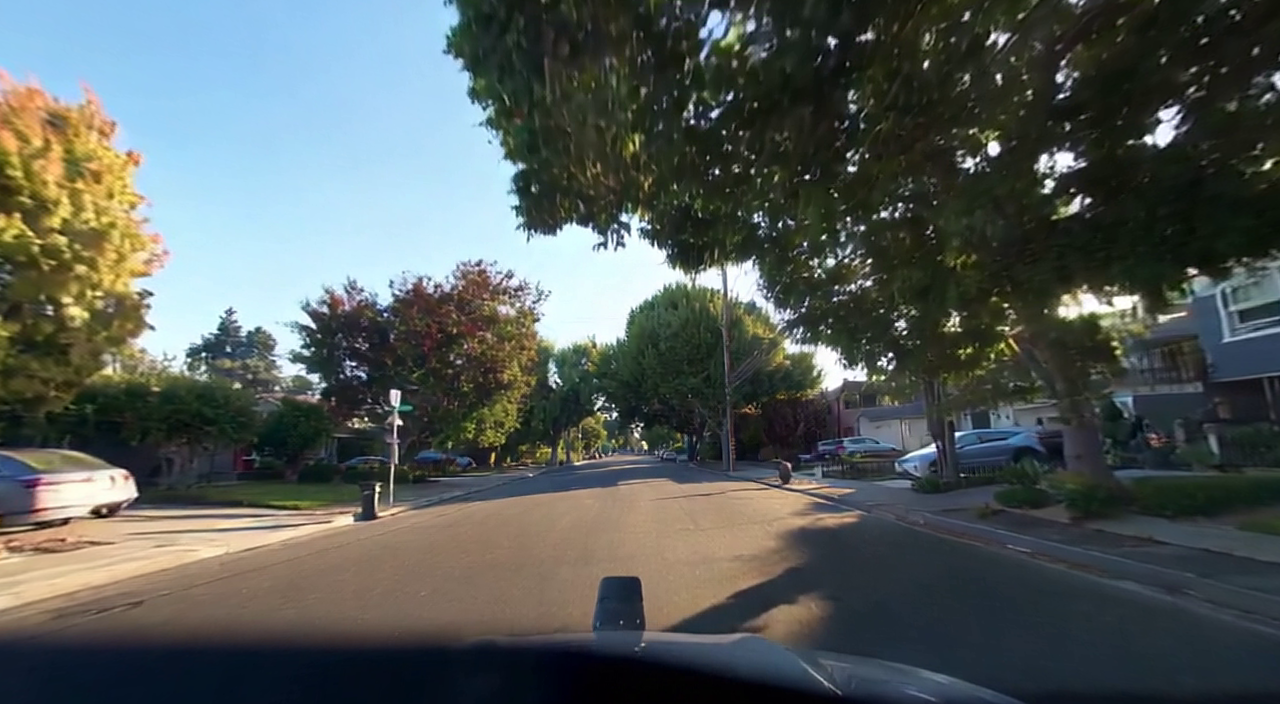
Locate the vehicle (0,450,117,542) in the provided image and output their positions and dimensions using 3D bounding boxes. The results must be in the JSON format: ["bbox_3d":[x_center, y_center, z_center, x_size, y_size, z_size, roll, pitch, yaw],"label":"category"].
[{"bbox_3d":[-12.831,2.607,11.822,4.406,1.539,1.912,0,-9,2],"label":"vehicle"}]

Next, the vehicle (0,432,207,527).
[{"bbox_3d":[-12.934,2.794,14.183,4.909,1.914,2.082,-1,-9,4],"label":"vehicle"}]

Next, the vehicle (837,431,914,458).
[{"bbox_3d":[16.404,6.500,44.192,4.562,1.832,1.987,0,-9,-1],"label":"vehicle"}]

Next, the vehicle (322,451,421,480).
[{"bbox_3d":[-14.067,5.903,33.124,4.477,1.449,1.922,5,-10,-31],"label":"vehicle"}]

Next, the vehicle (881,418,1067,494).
[{"bbox_3d":[10.432,3.274,20.001,4.697,1.604,1.838,-8,-9,-3],"label":"vehicle"}]
